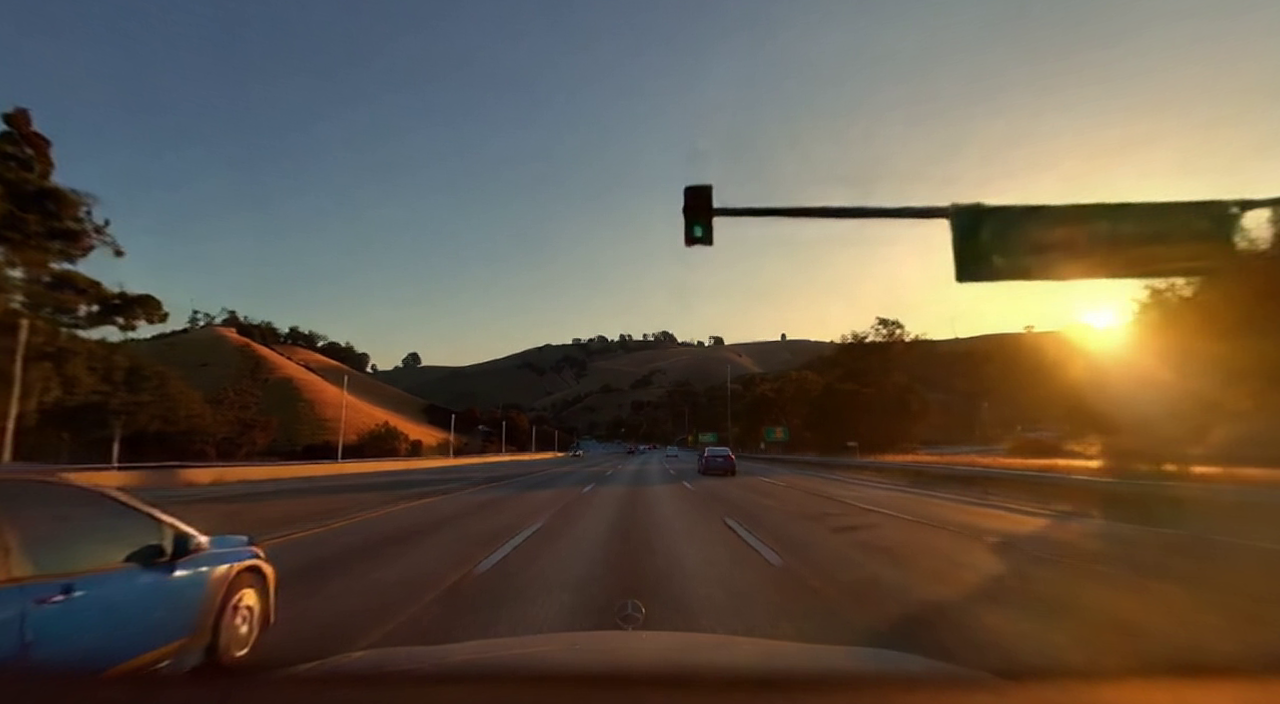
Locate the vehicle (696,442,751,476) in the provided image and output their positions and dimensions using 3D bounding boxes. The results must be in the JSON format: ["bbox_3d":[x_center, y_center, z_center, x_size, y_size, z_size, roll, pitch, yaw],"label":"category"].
[{"bbox_3d":[3.820,4.989,29.596,1.916,1.469,4.481,0,-8,-1],"label":"vehicle"}]
